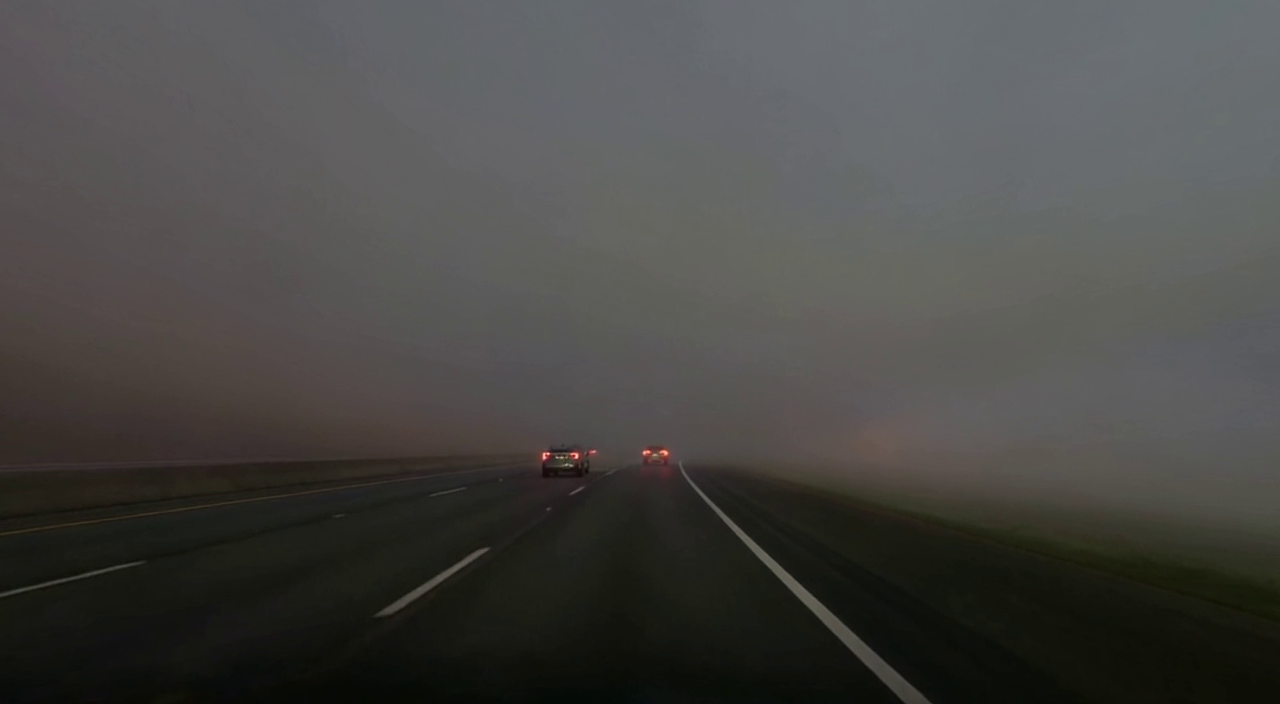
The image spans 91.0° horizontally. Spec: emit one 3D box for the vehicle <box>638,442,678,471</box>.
[{"bbox_3d":[1.060,5.952,36.011,2.129,1.502,4.321,0,-9,3],"label":"vehicle"}]

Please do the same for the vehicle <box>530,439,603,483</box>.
[{"bbox_3d":[-2.807,4.300,25.024,2.129,1.563,4.387,-1,-9,3],"label":"vehicle"}]
